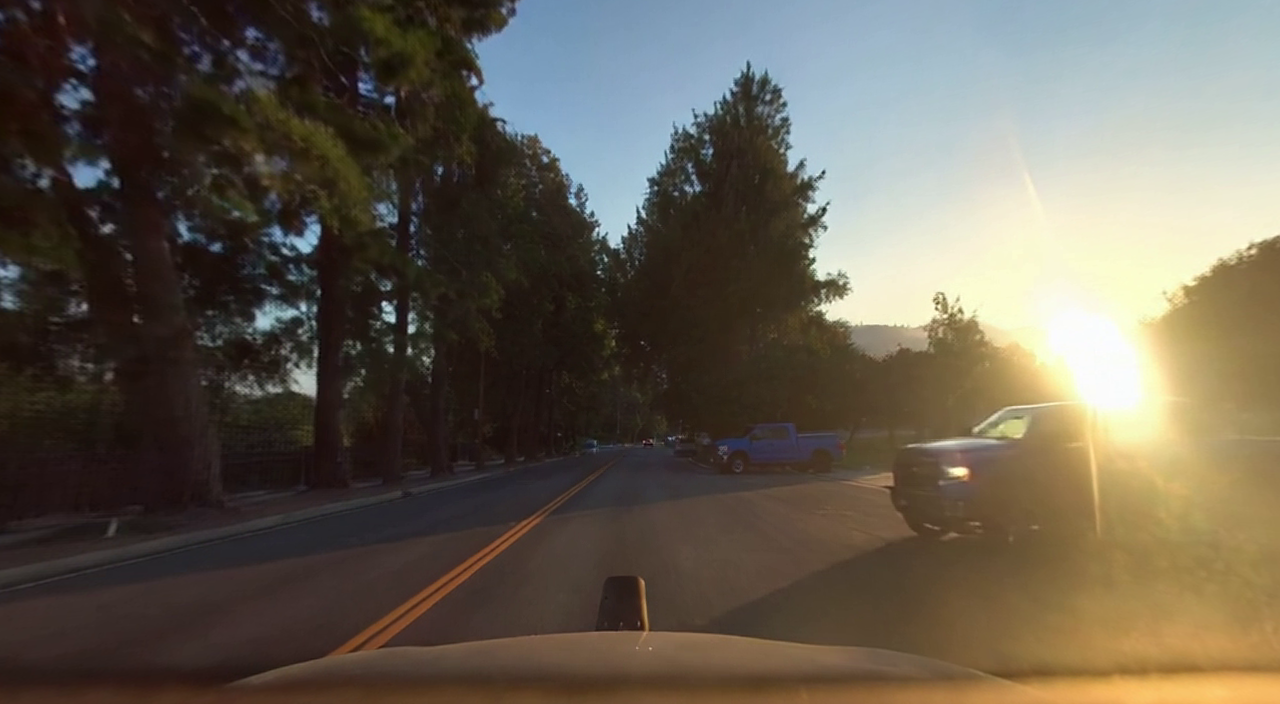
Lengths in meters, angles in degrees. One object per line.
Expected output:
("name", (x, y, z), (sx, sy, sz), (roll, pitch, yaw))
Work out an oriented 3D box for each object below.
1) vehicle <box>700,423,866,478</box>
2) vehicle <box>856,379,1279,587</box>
("vehicle", (6.213, 4.389, 28.223), (6.645, 2.298, 2.763), (0, -9, -3))
("vehicle", (6.009, 1.492, 7.700), (5.797, 2.070, 2.502), (0, -8, -1))
